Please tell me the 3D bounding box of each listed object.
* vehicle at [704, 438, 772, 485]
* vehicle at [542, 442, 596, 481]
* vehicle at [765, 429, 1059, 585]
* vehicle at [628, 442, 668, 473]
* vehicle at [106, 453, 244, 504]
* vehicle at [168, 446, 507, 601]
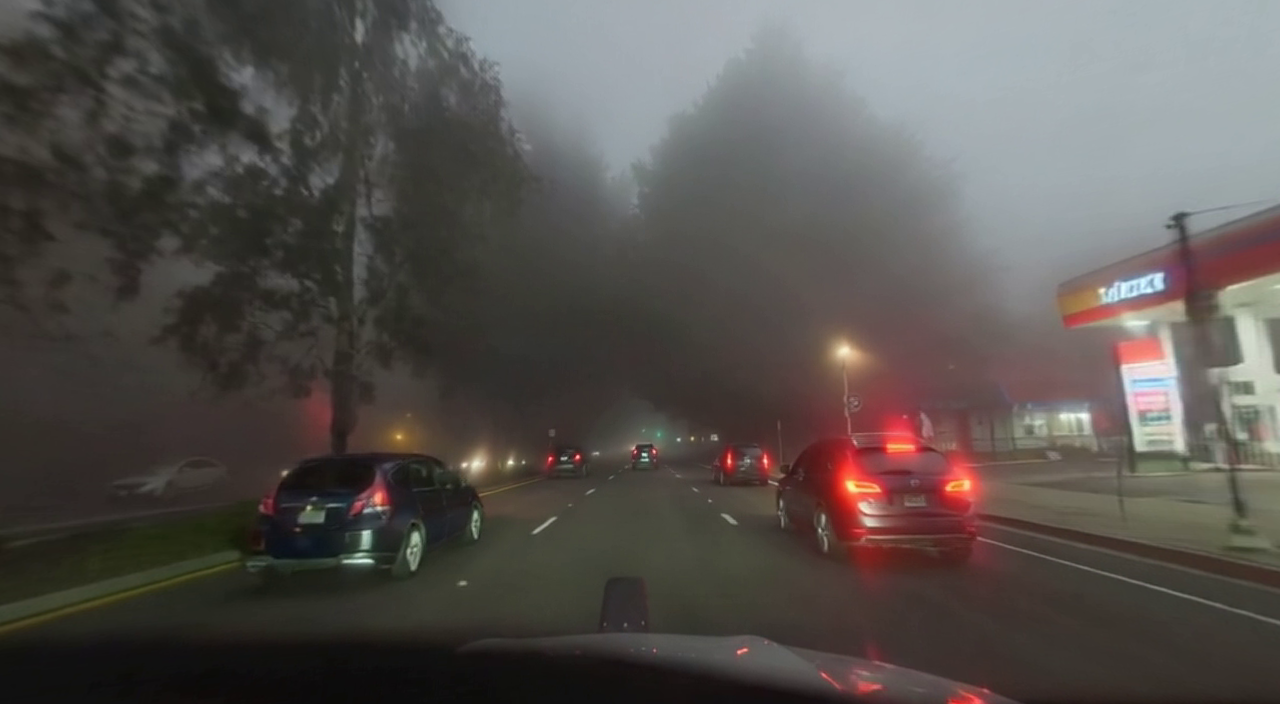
[{"bbox_3d":[3.882,4.420,25.757,1.980,1.709,4.813,0,-8,0],"label":"vehicle"},{"bbox_3d":[-3.260,5.094,29.616,1.988,1.645,3.995,0,-8,1],"label":"vehicle"},{"bbox_3d":[3.114,1.854,8.482,1.919,1.502,4.572,0,-8,0],"label":"vehicle"},{"bbox_3d":[0.437,6.026,36.134,2.192,1.674,4.124,0,-8,0],"label":"vehicle"},{"bbox_3d":[-18.664,5.064,25.662,2.062,1.804,4.687,0,-8,-1],"label":"vehicle"},{"bbox_3d":[-3.180,1.868,7.887,2.013,1.354,4.393,0,-8,1],"label":"vehicle"}]
